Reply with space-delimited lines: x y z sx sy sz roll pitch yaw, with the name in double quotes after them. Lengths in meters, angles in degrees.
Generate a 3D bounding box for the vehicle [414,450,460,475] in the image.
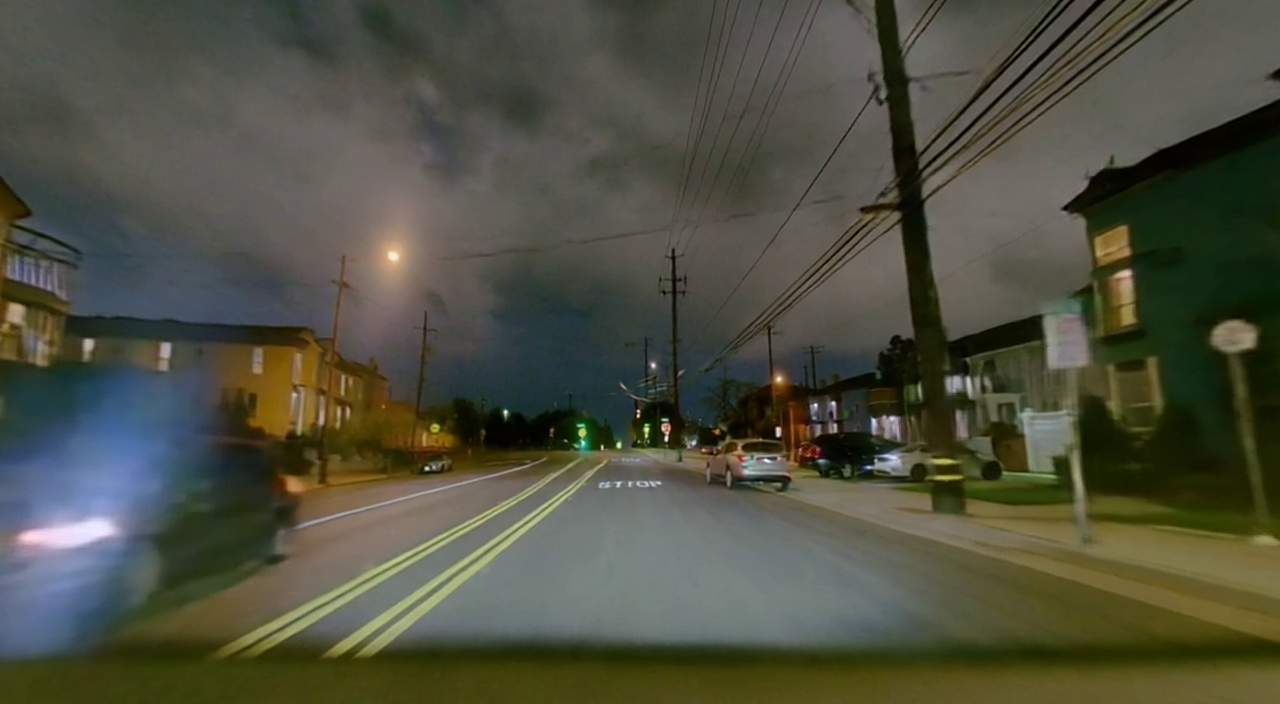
-13.169 7.135 41.244 1.957 1.459 4.913 1 -8 -7 "vehicle"

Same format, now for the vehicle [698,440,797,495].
3.105 3.451 19.354 1.917 1.434 4.733 0 -8 -4 "vehicle"

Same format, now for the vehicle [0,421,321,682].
-4.915 1.460 5.534 2.205 1.480 4.366 -1 -8 -4 "vehicle"

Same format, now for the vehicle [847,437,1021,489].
9.126 3.444 19.919 4.658 1.465 2.025 -4 -9 24 "vehicle"
